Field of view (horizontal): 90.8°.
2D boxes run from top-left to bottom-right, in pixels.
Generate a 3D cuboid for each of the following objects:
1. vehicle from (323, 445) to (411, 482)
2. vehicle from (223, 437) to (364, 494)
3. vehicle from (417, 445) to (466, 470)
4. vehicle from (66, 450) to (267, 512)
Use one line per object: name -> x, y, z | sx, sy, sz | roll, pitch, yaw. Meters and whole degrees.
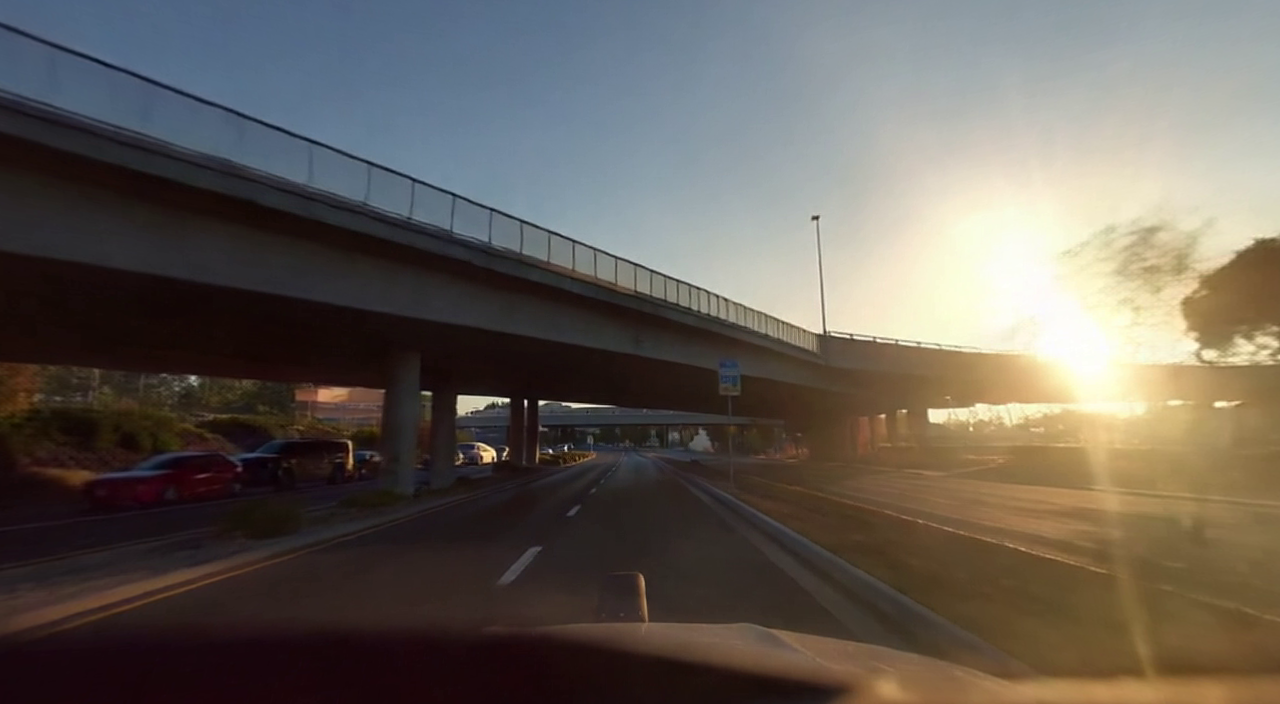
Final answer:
vehicle -> -13.040, 5.334, 30.575 | 2.074, 1.529, 5.079 | 1, -8, -1
vehicle -> -13.026, 4.270, 24.300 | 2.064, 1.809, 5.545 | 2, -8, 2
vehicle -> -13.162, 6.997, 42.265 | 1.907, 1.553, 4.683 | 0, -8, -2
vehicle -> -13.367, 3.617, 18.361 | 2.156, 1.489, 4.758 | -1, -8, 0
